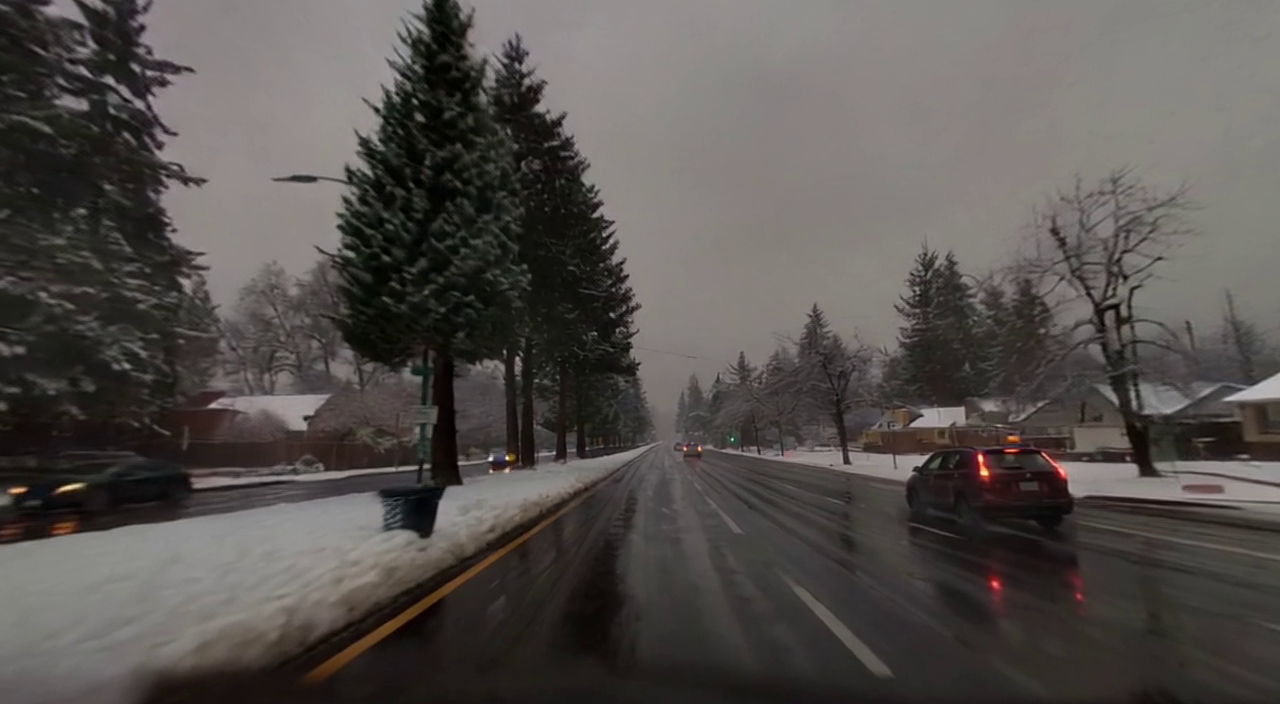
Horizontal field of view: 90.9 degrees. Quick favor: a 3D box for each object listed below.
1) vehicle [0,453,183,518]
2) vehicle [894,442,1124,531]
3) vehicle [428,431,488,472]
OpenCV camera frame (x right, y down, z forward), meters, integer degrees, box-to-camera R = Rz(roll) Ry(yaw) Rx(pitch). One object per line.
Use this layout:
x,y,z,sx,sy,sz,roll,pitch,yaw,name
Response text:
-17.011,4.033,19.612,2.026,1.690,4.656,0,-8,0,vehicle
6.985,2.544,12.618,1.855,1.444,4.389,0,-8,-2,vehicle
-13.124,7.203,45.902,2.305,2.791,6.543,0,-8,1,vehicle
